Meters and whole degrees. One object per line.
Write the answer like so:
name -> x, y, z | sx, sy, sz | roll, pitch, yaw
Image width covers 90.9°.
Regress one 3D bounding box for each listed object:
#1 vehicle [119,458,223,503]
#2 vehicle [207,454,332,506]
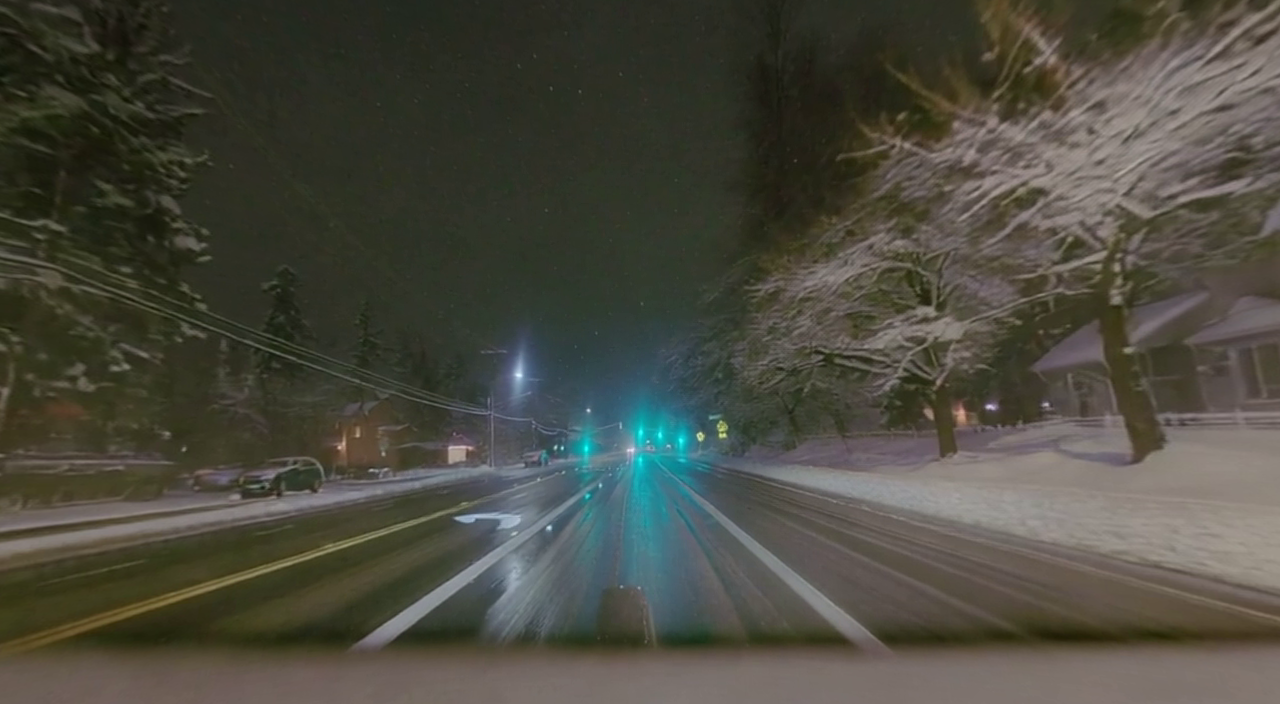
vehicle -> -19.317, 5.265, 26.178 | 2.012, 1.572, 3.830 | 1, -9, -13
vehicle -> -14.291, 4.921, 24.685 | 2.199, 1.592, 4.492 | -4, -8, 1
